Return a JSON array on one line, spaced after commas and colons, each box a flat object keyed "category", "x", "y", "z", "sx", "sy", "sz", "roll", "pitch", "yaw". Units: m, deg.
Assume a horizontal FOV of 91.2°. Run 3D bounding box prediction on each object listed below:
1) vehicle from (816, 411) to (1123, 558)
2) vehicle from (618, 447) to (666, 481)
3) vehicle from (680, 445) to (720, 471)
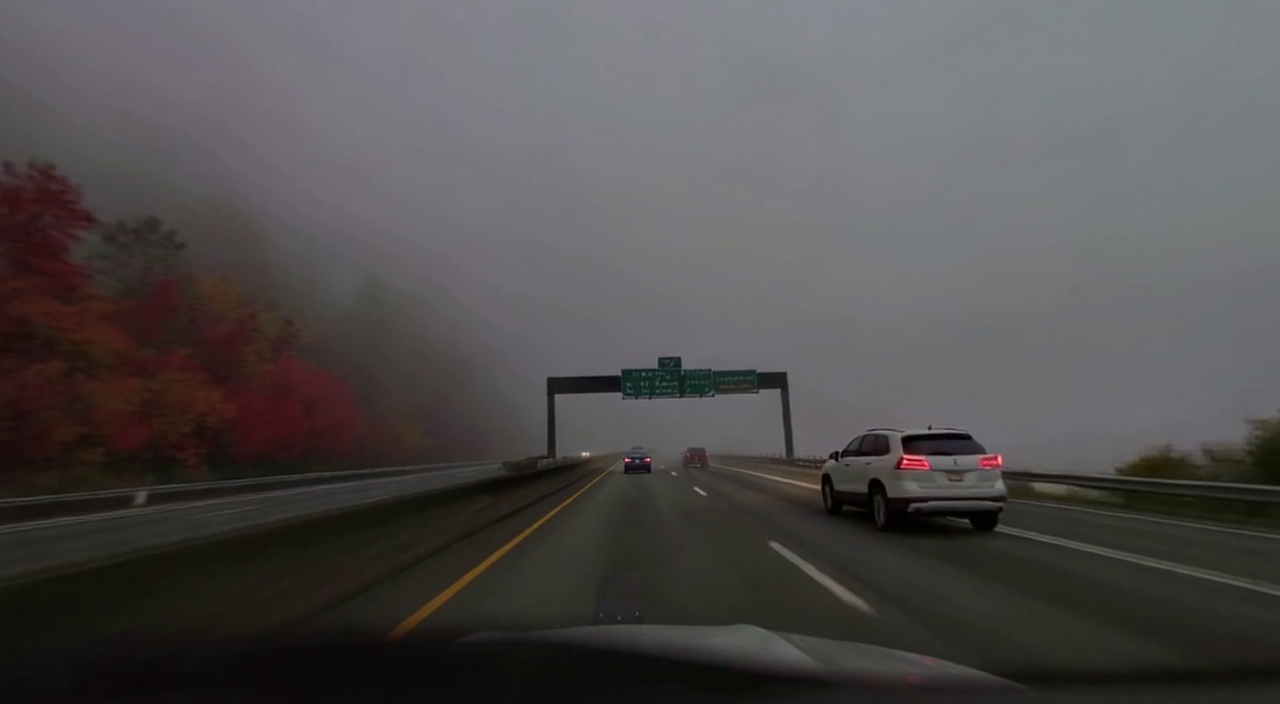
[{"category": "vehicle", "x": 4.516, "y": 1.907, "z": 9.647, "sx": 2.250, "sy": 1.718, "sz": 4.358, "roll": 0, "pitch": -9, "yaw": -1}, {"category": "vehicle", "x": 0.049, "y": 5.013, "z": 28.276, "sx": 2.037, "sy": 1.418, "sz": 3.793, "roll": 0, "pitch": -9, "yaw": -1}, {"category": "vehicle", "x": 3.635, "y": 6.531, "z": 38.747, "sx": 1.959, "sy": 1.528, "sz": 4.207, "roll": 0, "pitch": -9, "yaw": -1}]
